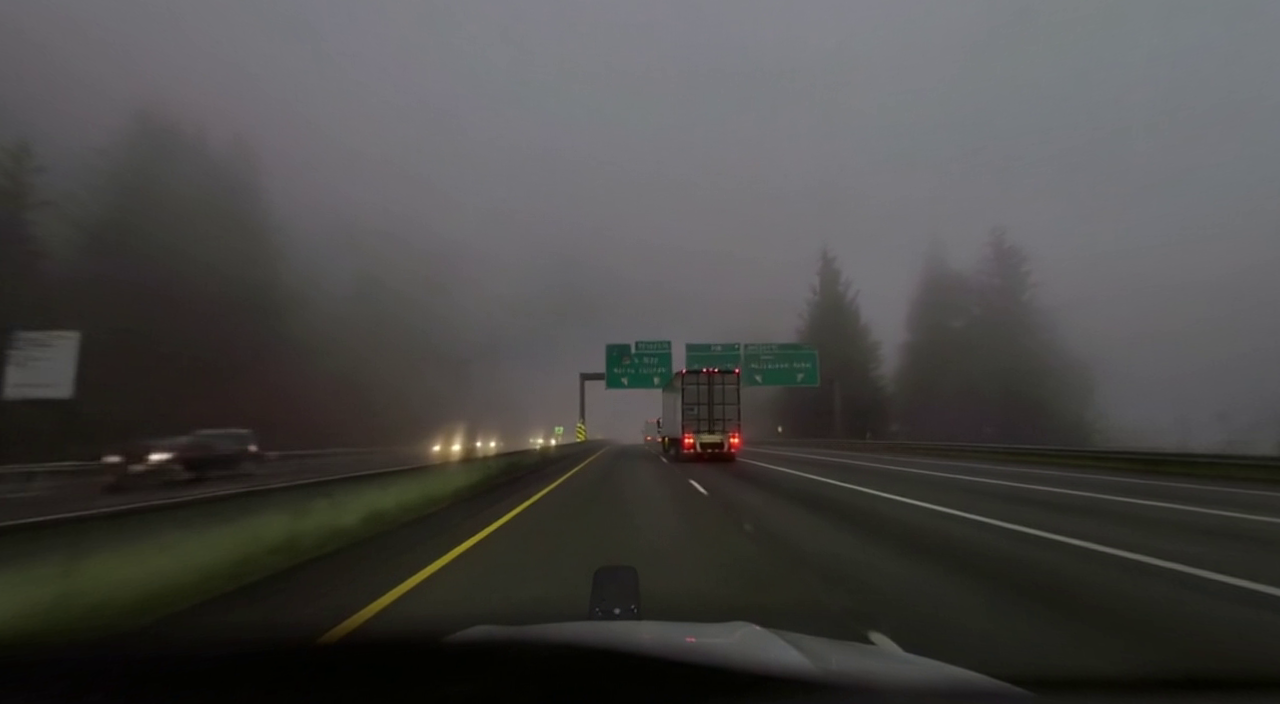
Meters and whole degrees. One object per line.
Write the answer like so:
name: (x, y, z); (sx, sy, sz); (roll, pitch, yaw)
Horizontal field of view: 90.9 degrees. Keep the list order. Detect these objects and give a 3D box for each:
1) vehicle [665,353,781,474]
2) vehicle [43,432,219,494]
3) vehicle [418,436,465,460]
vehicle: (2.996, 2.876, 27.546); (2.954, 3.995, 13.335); (0, -7, -1)
vehicle: (-17.673, 3.816, 22.340); (2.031, 1.922, 5.065); (0, -7, -1)
vehicle: (-13.700, 6.609, 43.727); (1.896, 1.577, 4.074); (0, -7, 0)
